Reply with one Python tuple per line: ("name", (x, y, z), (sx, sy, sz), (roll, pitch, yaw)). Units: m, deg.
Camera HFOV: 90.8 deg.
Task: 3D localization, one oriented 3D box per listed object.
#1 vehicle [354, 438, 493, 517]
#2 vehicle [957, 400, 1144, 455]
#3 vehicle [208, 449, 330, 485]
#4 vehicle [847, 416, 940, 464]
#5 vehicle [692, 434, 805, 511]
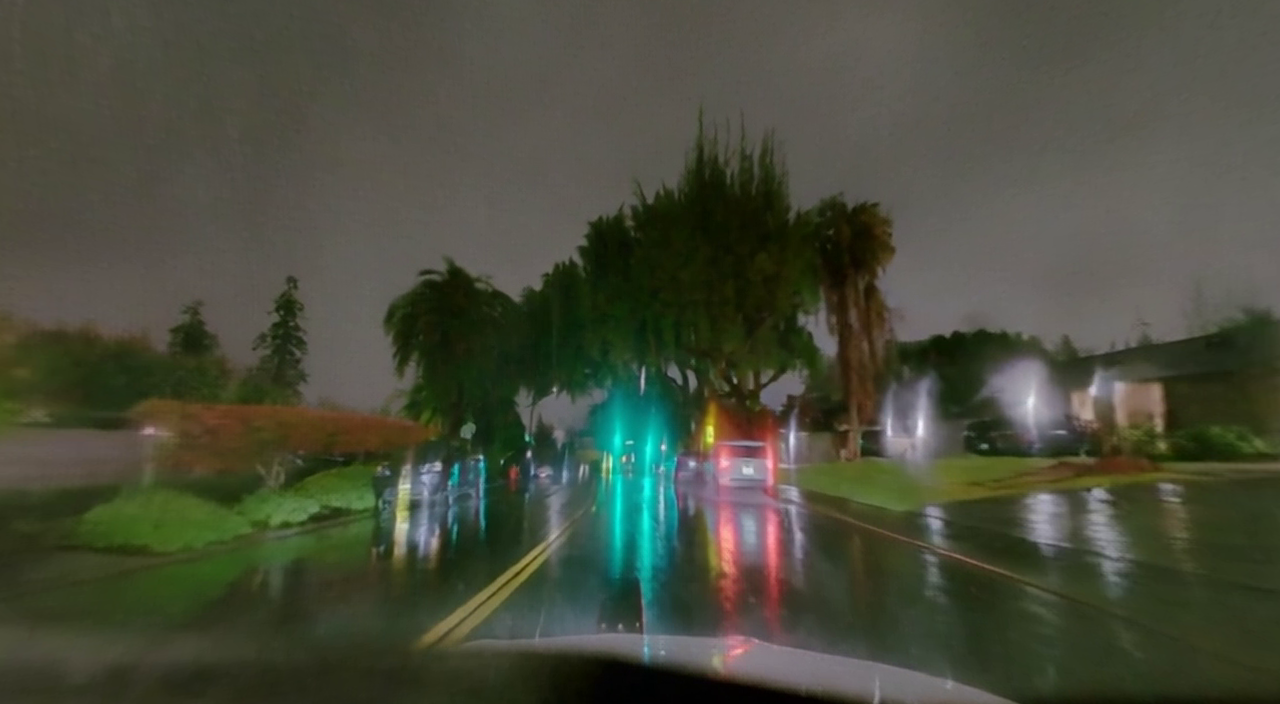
("vehicle", (-5.536, 3.208, 16.923), (2.155, 1.729, 4.799), (-1, -7, -2))
("vehicle", (13.272, 2.542, 20.772), (4.639, 1.634, 2.005), (-3, -10, 15))
("vehicle", (-16.290, 5.021, 27.784), (4.527, 1.466, 1.880), (-3, -9, 14))
("vehicle", (10.924, 3.769, 27.021), (2.100, 1.857, 4.611), (-8, -11, 42))
("vehicle", (2.820, 3.281, 17.719), (2.229, 1.826, 4.611), (0, -8, -1))
